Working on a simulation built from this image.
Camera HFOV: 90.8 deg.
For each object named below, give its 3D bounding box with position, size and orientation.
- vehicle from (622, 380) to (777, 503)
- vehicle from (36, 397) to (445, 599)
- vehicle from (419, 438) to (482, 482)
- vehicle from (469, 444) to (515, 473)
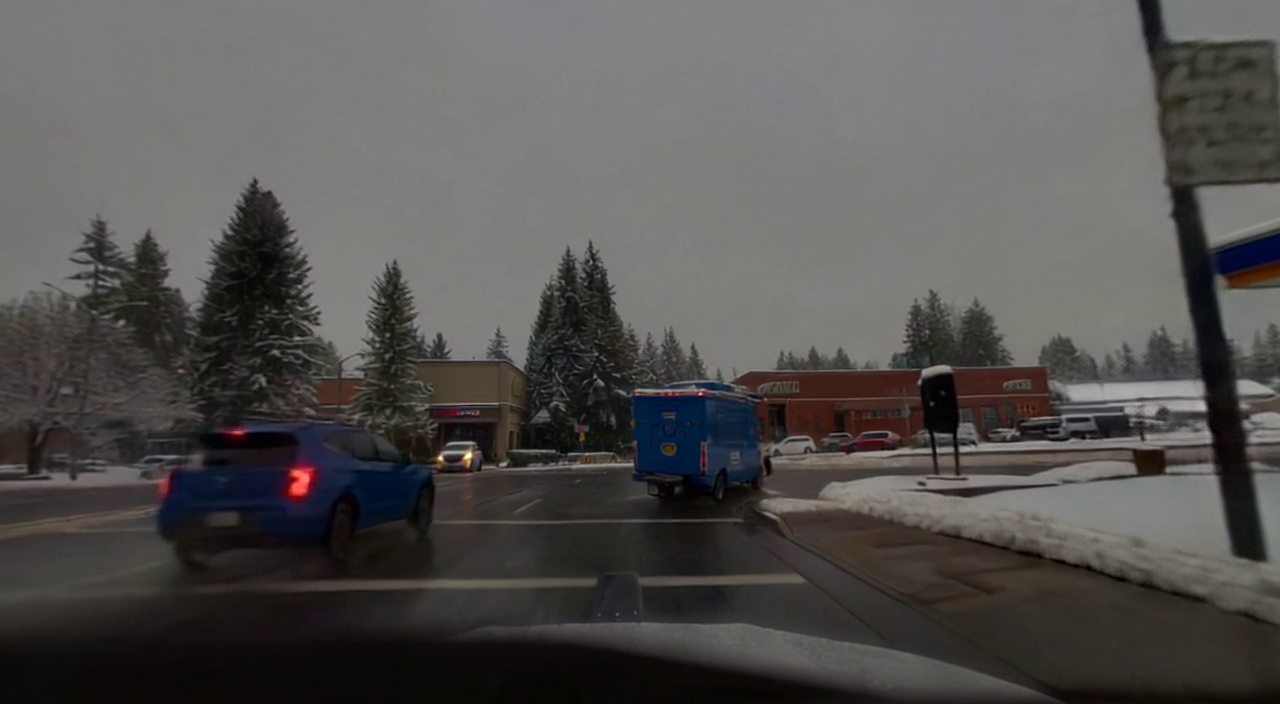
[{"bbox_3d":[1.986,2.634,18.571,2.463,2.954,5.938,-4,-9,27],"label":"vehicle"},{"bbox_3d":[-4.190,1.607,7.876,2.102,1.744,4.630,0,-8,-1],"label":"vehicle"},{"bbox_3d":[-7.856,4.485,26.559,1.997,1.679,4.263,1,-9,-10],"label":"vehicle"},{"bbox_3d":[-9.127,6.577,39.352,1.961,1.709,5.052,1,-8,-4],"label":"vehicle"}]
